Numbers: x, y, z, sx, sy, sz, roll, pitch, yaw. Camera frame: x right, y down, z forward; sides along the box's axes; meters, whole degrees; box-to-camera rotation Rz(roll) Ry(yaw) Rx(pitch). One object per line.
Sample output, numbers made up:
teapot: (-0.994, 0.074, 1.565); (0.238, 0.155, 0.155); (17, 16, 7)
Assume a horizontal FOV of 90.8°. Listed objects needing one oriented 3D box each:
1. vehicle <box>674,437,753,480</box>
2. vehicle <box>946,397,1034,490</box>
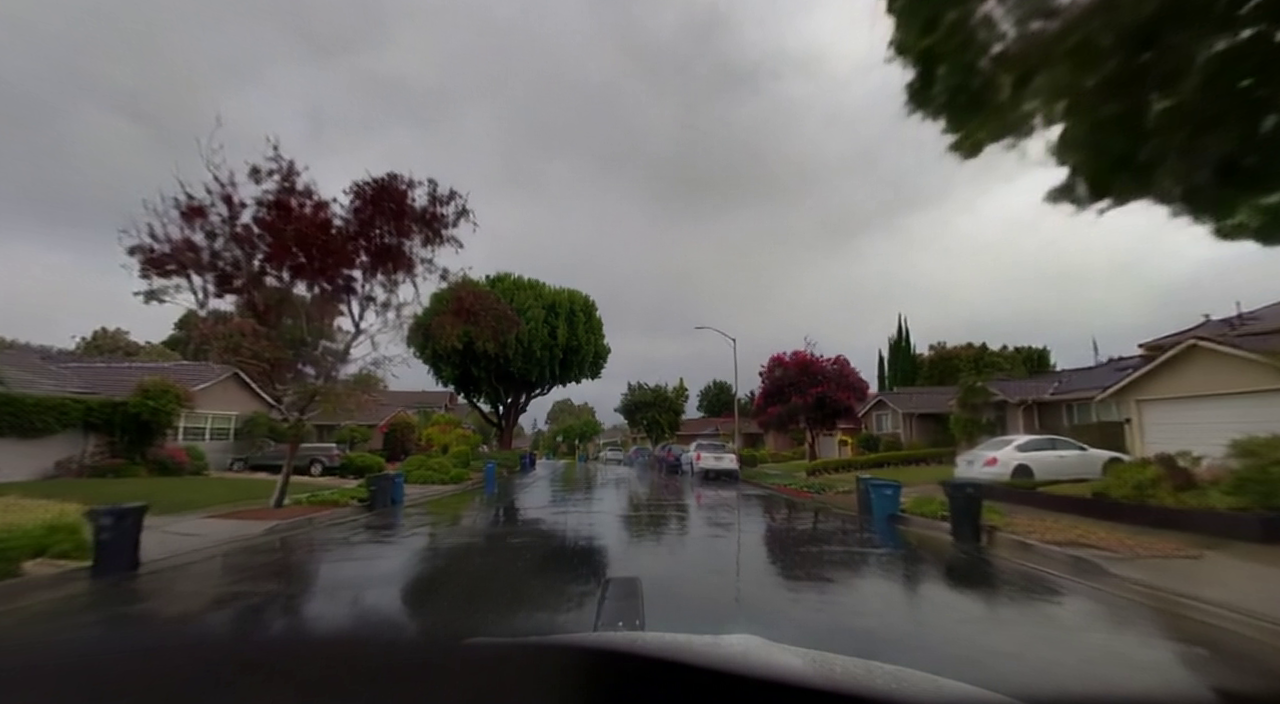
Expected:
vehicle: (3.559, 5.339, 31.940); (2.715, 1.900, 6.163); (2, -9, -5)
vehicle: (9.678, 2.529, 17.463); (1.820, 2.366, 1.453); (-6, -11, 35)
